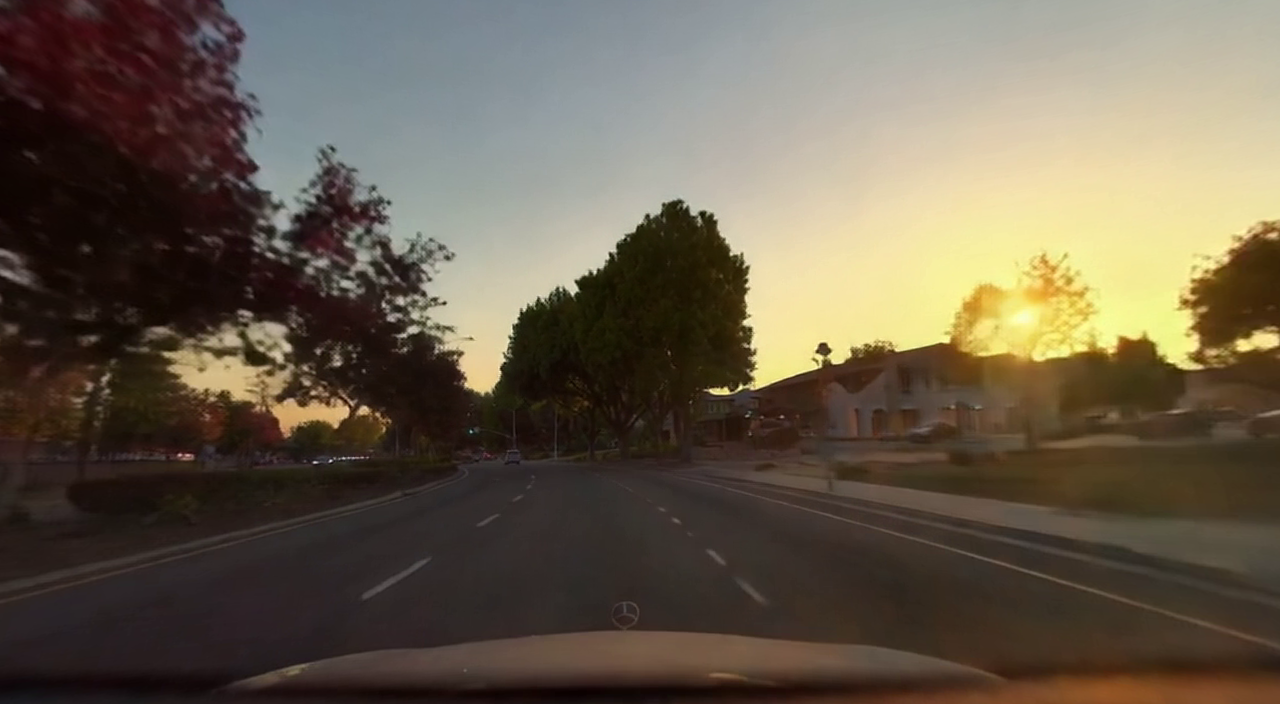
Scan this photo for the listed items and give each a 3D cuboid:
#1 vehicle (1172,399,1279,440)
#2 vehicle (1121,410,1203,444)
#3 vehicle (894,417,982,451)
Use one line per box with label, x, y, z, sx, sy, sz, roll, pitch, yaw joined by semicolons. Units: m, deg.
vehicle;26.068;3.007;27.566;2.033;1.533;4.370;-2;-9;4
vehicle;24.286;3.539;29.331;4.230;1.459;1.889;7;-11;-37
vehicle;17.766;4.887;37.653;4.802;1.900;2.373;4;-9;-32
